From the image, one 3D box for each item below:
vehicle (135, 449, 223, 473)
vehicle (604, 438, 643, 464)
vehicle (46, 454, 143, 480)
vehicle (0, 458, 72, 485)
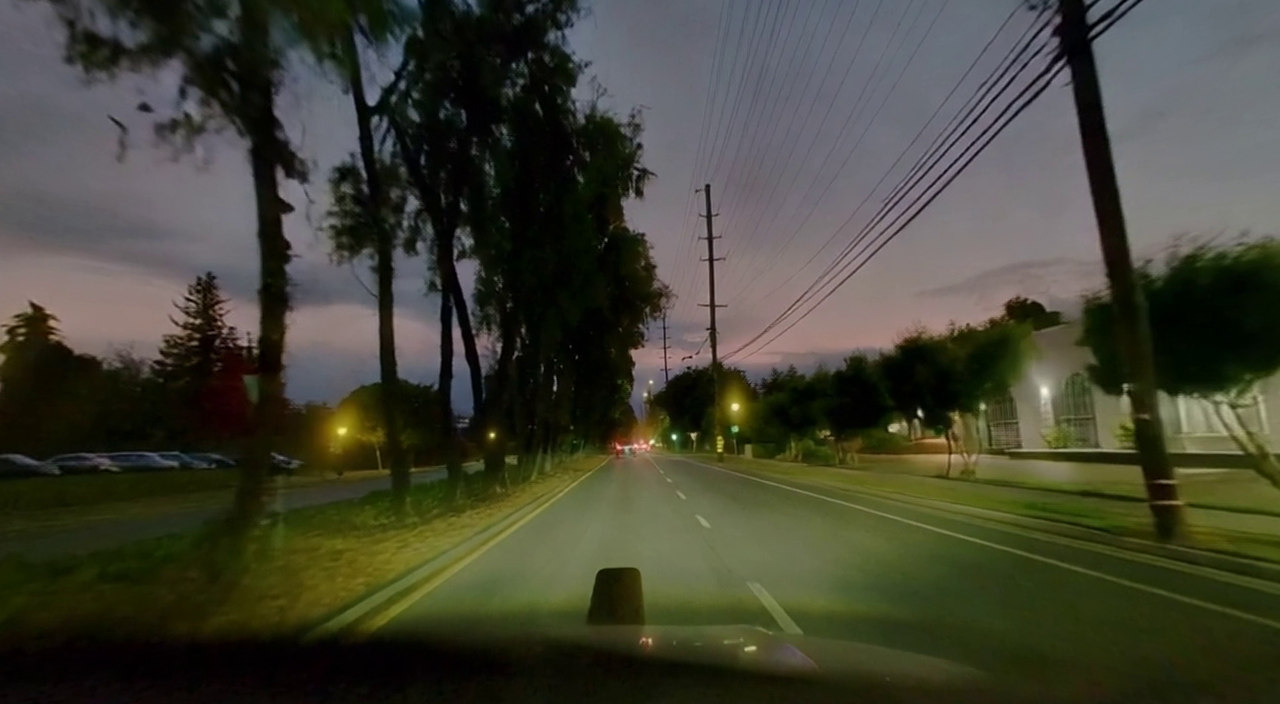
[{"bbox_3d":[-34.087,8.070,46.832,4.764,1.722,2.198,0,-9,0],"label":"vehicle"},{"bbox_3d":[-1.251,7.107,45.403,2.240,1.704,4.374,1,-9,-8],"label":"vehicle"},{"bbox_3d":[-33.595,7.072,38.959,4.323,1.523,1.900,0,-7,3],"label":"vehicle"},{"bbox_3d":[-33.663,6.420,34.038,4.186,1.373,2.055,-1,-9,3],"label":"vehicle"}]
